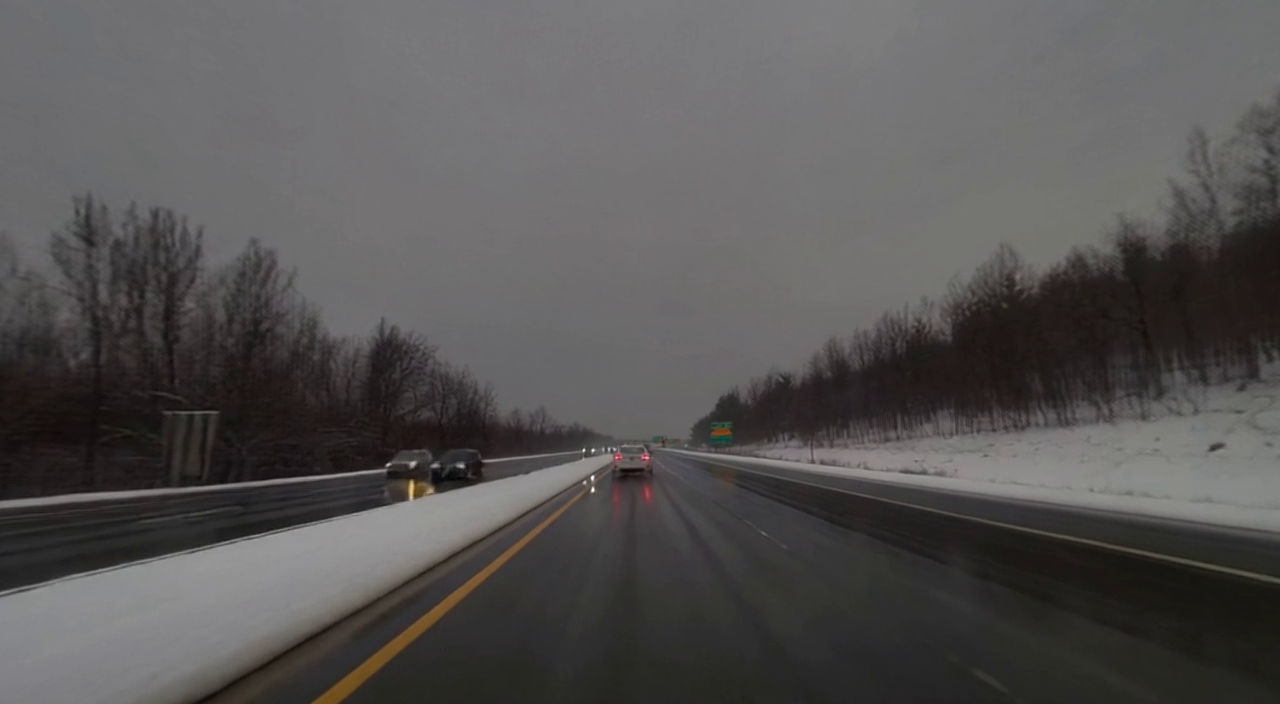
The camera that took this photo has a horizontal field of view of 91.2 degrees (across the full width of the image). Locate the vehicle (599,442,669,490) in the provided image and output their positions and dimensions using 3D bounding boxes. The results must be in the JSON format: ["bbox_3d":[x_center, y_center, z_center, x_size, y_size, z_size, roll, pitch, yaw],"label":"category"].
[{"bbox_3d":[-0.255,3.981,22.177,2.244,1.506,4.097,0,-9,-1],"label":"vehicle"}]

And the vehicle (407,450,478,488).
[{"bbox_3d":[-8.657,5.134,27.805,1.889,1.493,4.022,0,-9,-1],"label":"vehicle"}]
